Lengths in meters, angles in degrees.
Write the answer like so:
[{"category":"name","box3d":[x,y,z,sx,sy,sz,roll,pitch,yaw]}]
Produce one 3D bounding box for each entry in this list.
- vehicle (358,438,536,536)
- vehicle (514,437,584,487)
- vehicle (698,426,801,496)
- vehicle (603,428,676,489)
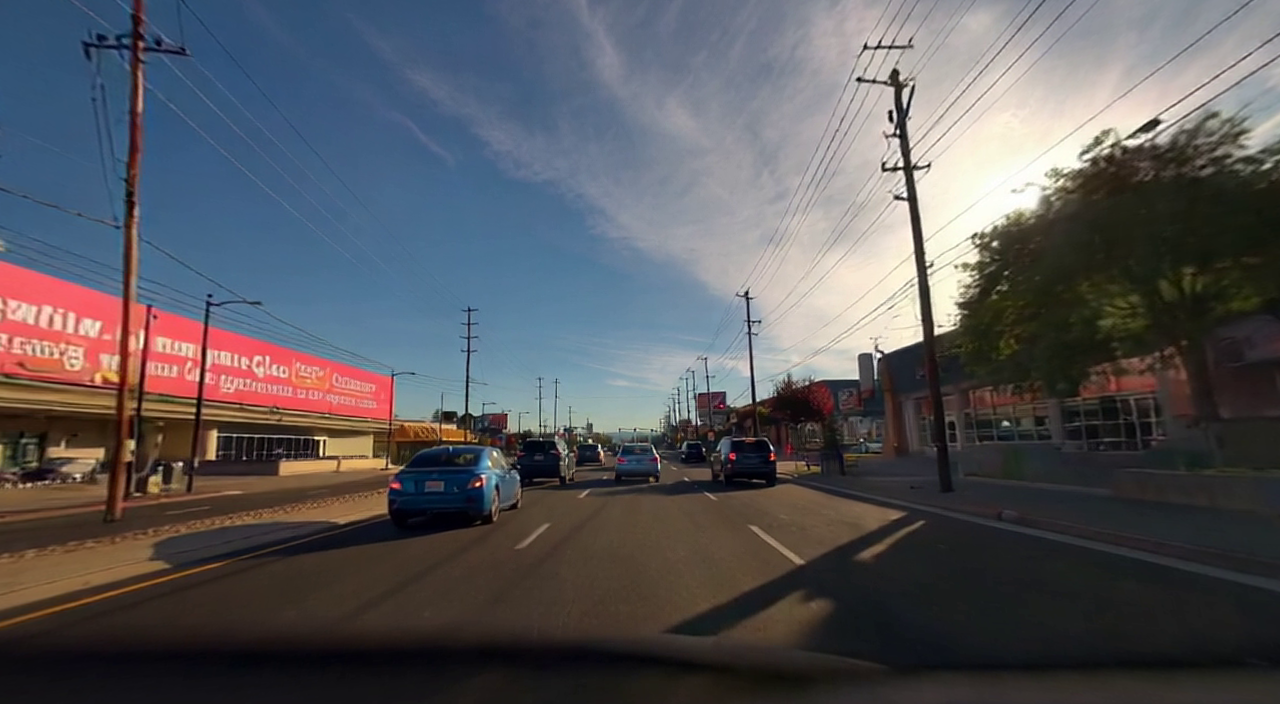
[{"category":"vehicle","box3d":[-3.384,2.431,12.152,2.022,1.498,4.471,0,-8,0]},{"category":"vehicle","box3d":[-3.279,4.044,23.605,2.051,1.671,3.861,0,-8,0]},{"category":"vehicle","box3d":[3.279,3.384,20.064,2.282,1.897,4.915,0,-8,-1]},{"category":"vehicle","box3d":[-0.041,3.737,22.511,2.326,1.925,4.253,0,-8,0]}]
